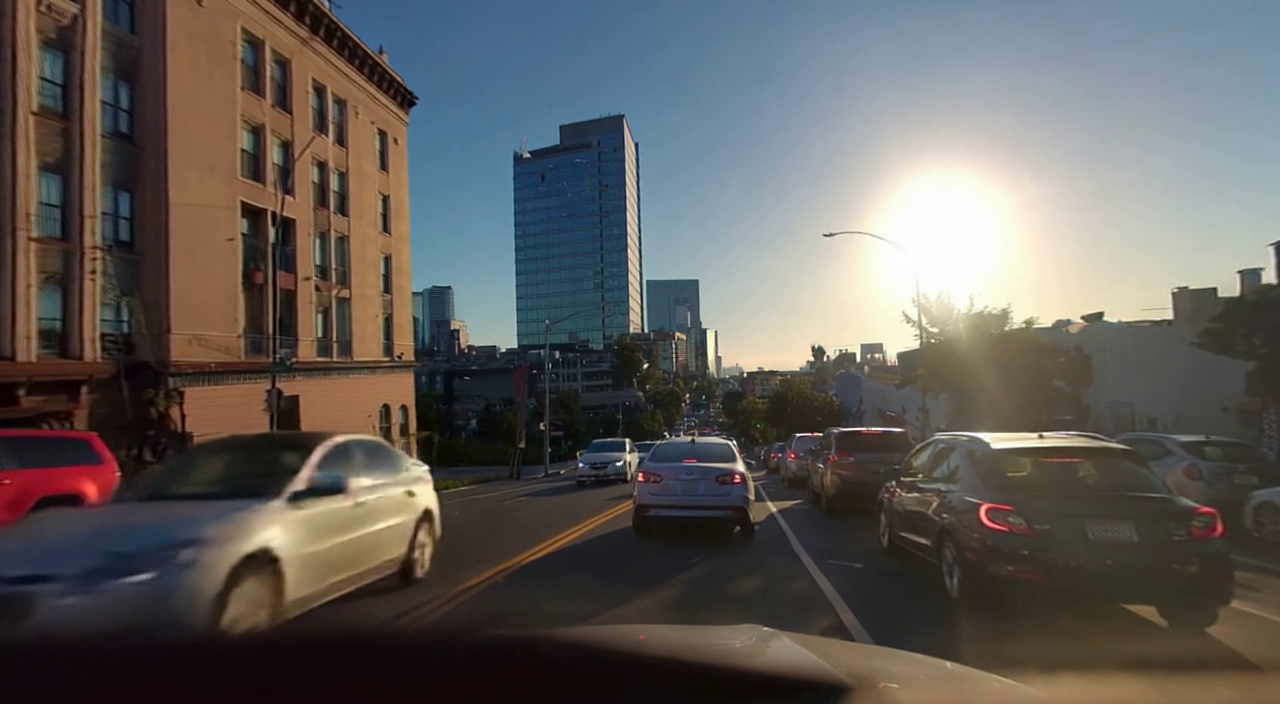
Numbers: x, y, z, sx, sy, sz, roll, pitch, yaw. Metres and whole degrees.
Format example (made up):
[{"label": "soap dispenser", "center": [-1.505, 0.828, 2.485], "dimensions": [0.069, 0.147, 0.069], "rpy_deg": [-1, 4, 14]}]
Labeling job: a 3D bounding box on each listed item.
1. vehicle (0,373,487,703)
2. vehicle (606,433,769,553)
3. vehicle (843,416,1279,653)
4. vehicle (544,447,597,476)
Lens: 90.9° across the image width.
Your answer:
[{"label": "vehicle", "center": [-3.180, 1.312, 5.667], "dimensions": [2.030, 1.730, 4.453], "rpy_deg": [-1, -8, 7]}, {"label": "vehicle", "center": [0.839, 2.035, 9.822], "dimensions": [2.031, 1.461, 3.763], "rpy_deg": [-1, -8, 8]}, {"label": "vehicle", "center": [3.433, 1.496, 6.305], "dimensions": [1.982, 1.510, 4.144], "rpy_deg": [-1, -8, 8]}, {"label": "vehicle", "center": [-3.798, 6.099, 35.347], "dimensions": [1.930, 1.480, 4.174], "rpy_deg": [-1, -8, 9]}]
